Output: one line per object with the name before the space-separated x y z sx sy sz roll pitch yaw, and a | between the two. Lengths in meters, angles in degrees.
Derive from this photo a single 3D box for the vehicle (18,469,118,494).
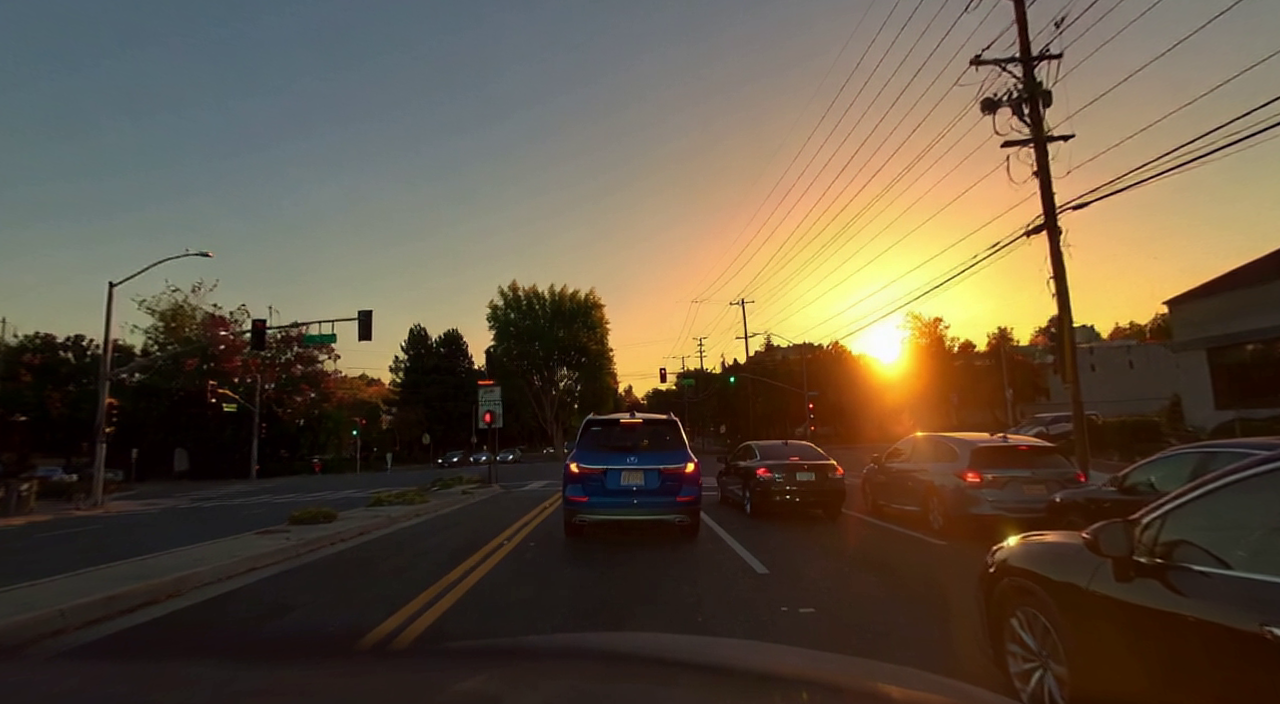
vehicle | -38.323 8.679 42.411 4.569 1.505 1.992 1 -9 -5

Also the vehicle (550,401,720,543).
vehicle | -0.121 1.950 10.843 2.236 1.856 4.816 0 -9 -1

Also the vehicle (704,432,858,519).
vehicle | 2.657 2.454 13.088 2.025 1.477 4.333 0 -9 -2

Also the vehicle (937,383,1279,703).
vehicle | 2.730 0.776 1.419 2.004 1.460 4.297 0 -9 0
